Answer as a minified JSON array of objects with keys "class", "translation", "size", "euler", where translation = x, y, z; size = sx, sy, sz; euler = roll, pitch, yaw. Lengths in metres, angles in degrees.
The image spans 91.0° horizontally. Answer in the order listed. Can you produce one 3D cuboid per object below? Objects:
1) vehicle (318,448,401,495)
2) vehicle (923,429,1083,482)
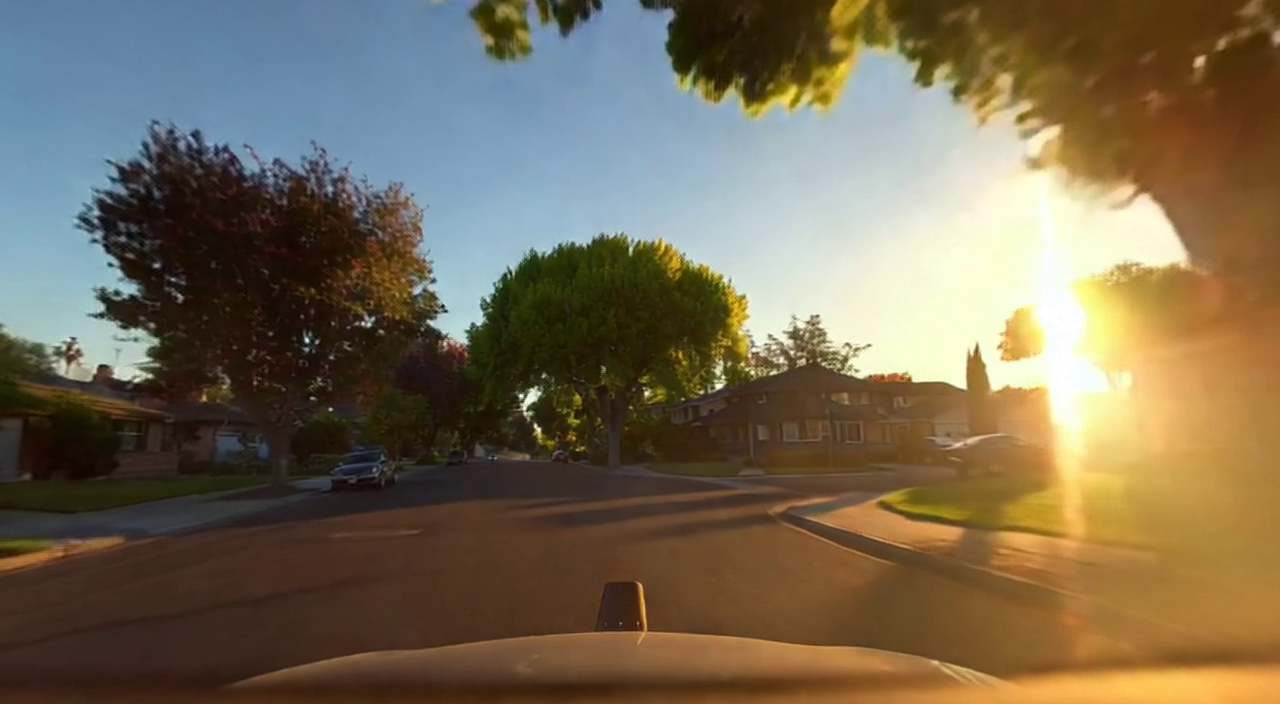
[{"class":"vehicle","translation":[-10.516,4.479,23.922],"size":[1.938,1.499,4.290],"euler":[-2,-9,-11]},{"class":"vehicle","translation":[13.360,3.796,23.275],"size":[4.933,1.817,2.014],"euler":[1,-8,-12]}]
